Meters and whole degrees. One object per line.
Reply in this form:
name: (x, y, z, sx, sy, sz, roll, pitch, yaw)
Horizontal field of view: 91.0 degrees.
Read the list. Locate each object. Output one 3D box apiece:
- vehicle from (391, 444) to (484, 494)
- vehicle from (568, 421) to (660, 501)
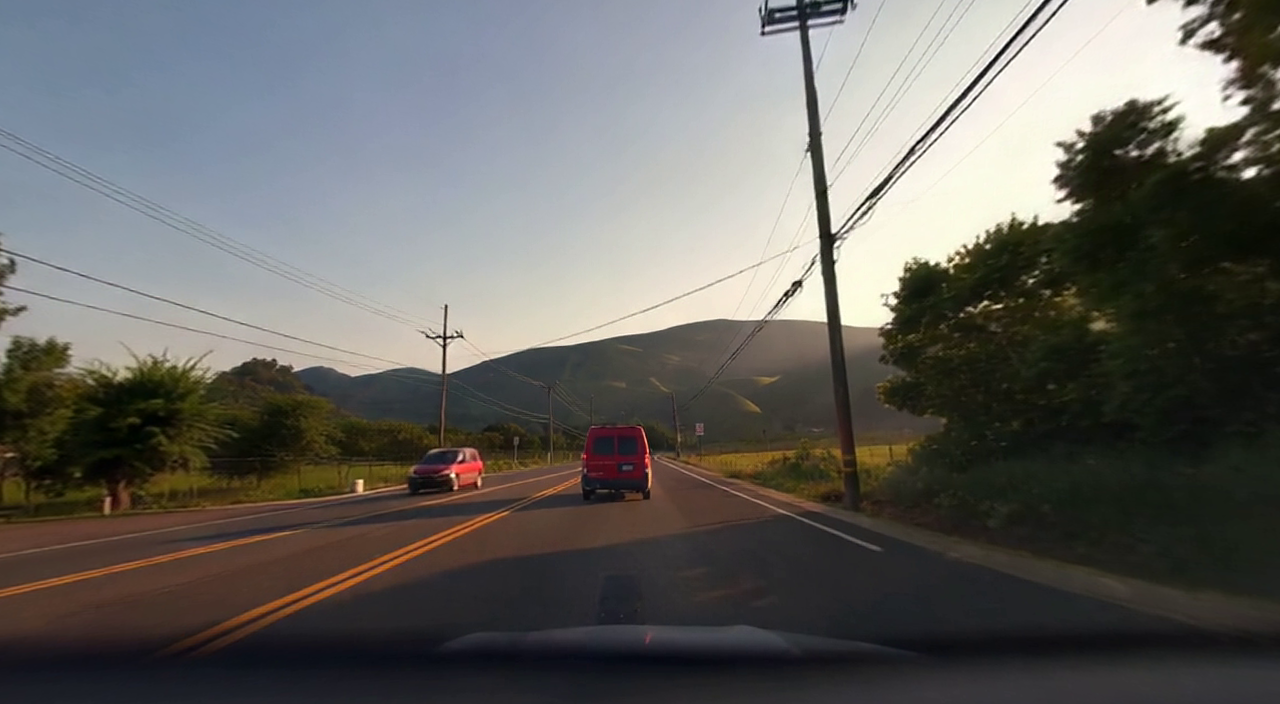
vehicle: (-8.809, 5.092, 27.903, 2.089, 1.946, 4.979, -1, -8, 5)
vehicle: (-0.739, 3.261, 19.268, 2.454, 2.144, 4.535, 0, -8, -1)
